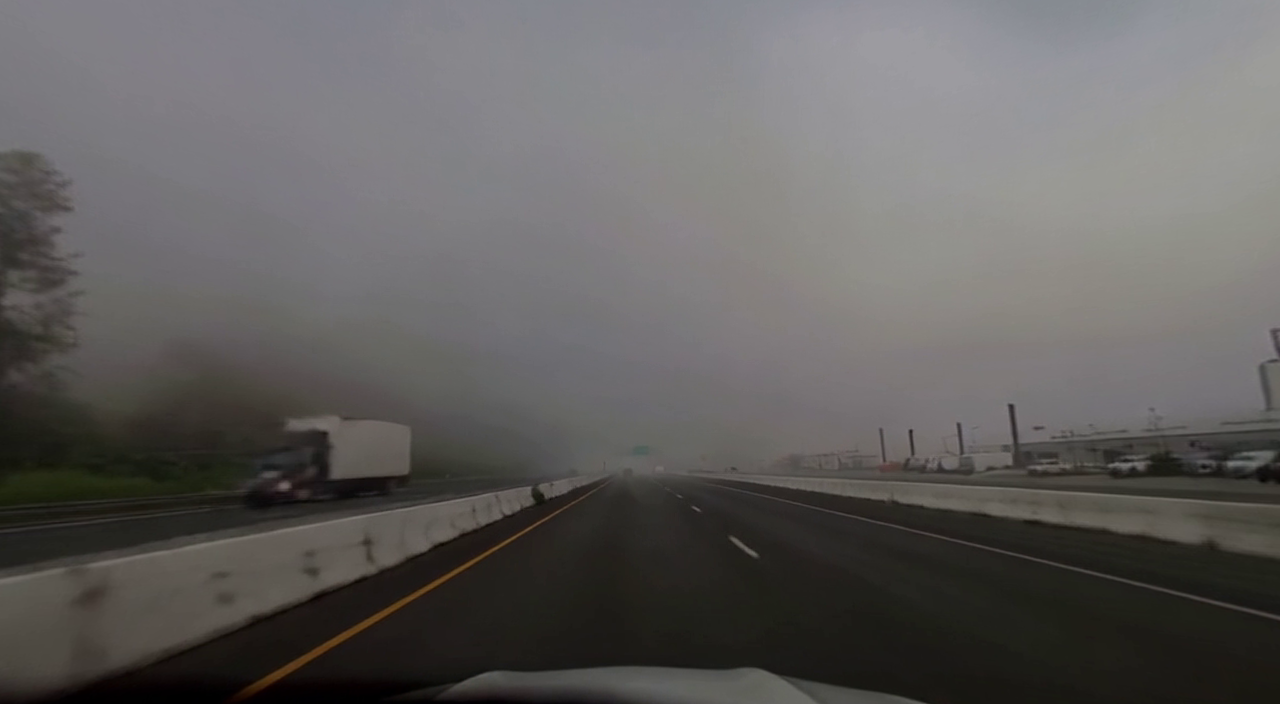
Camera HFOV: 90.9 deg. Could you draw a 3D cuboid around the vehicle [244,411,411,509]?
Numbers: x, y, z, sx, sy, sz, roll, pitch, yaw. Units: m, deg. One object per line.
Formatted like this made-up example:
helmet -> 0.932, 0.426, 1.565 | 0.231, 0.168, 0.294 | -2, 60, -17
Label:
vehicle -> -13.499, 4.914, 28.451 | 2.924, 3.672, 8.913 | 1, -10, -1
